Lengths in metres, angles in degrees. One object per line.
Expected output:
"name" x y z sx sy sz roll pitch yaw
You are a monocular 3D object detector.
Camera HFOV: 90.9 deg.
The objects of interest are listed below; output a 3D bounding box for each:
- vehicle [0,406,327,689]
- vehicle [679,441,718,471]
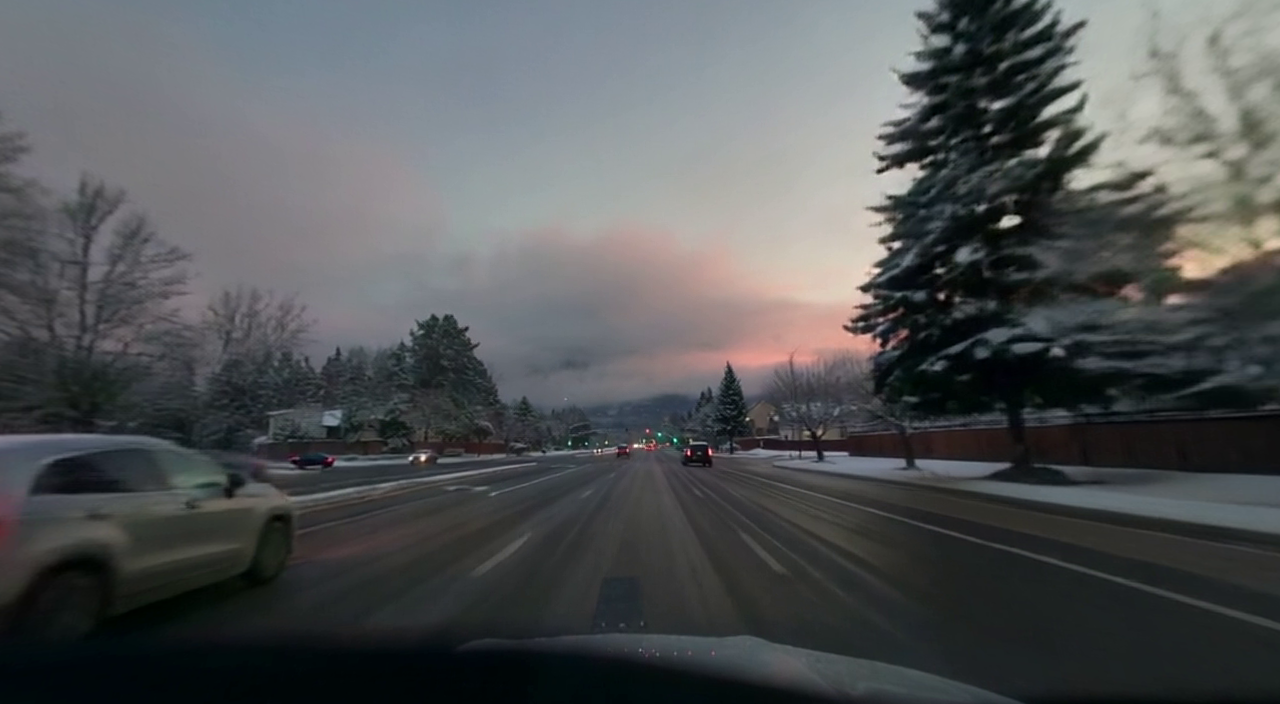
"vehicle" -4.531 1.298 5.000 1.966 1.524 4.410 0 -8 -2
"vehicle" 3.737 6.736 41.086 2.114 1.780 4.445 0 -8 0
